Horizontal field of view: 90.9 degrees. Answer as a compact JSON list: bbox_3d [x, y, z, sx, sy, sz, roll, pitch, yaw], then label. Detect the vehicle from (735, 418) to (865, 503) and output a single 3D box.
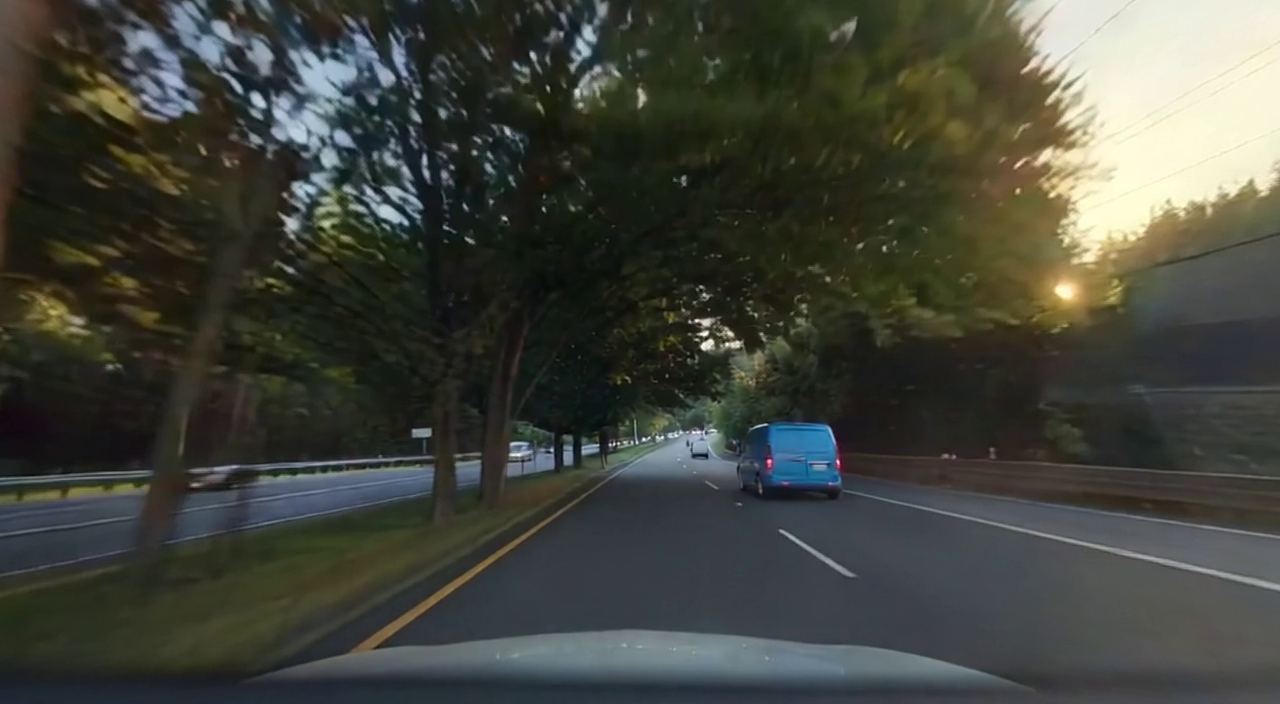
[{"bbox_3d":[4.173,2.963,17.483,2.261,1.969,5.104,0,-9,0],"label":"vehicle"}]
